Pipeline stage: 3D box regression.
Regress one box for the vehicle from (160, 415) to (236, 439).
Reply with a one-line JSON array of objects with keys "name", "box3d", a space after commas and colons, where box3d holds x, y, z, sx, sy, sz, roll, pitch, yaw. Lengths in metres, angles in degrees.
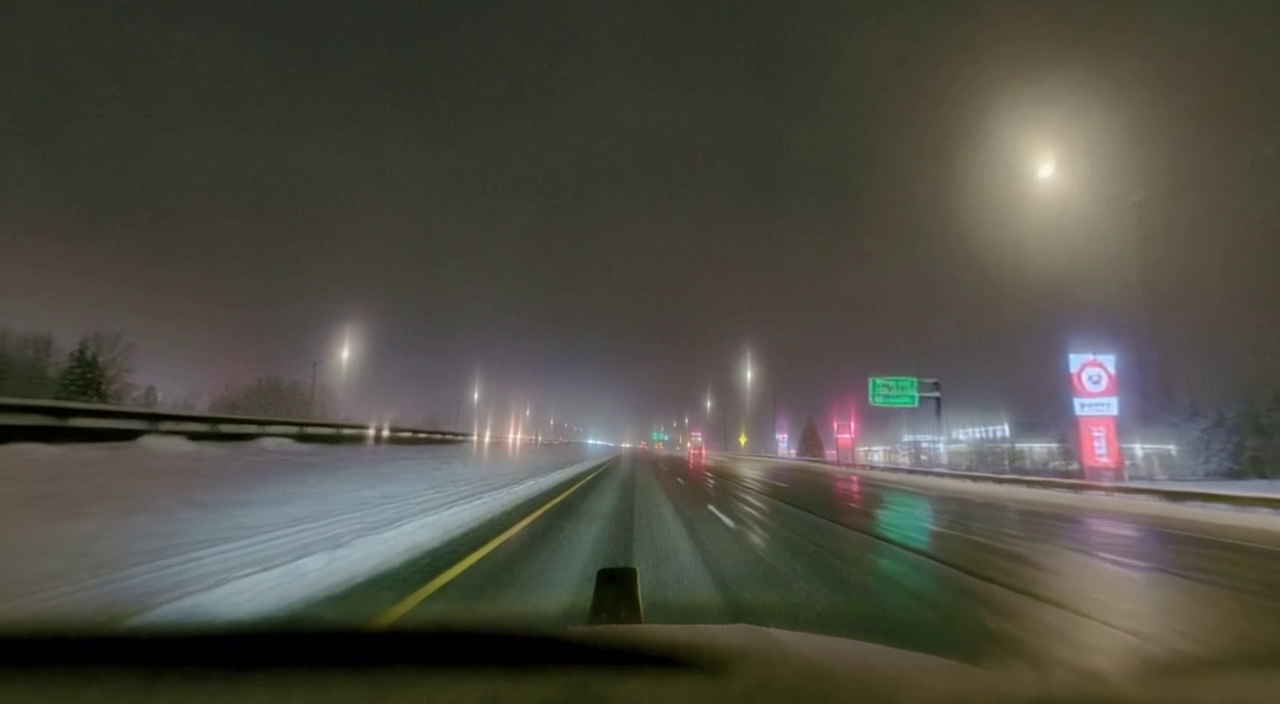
[{"name": "vehicle", "box3d": [-29.406, 5.037, 42.181, 1.942, 1.478, 4.374, 0, -8, 0]}]
